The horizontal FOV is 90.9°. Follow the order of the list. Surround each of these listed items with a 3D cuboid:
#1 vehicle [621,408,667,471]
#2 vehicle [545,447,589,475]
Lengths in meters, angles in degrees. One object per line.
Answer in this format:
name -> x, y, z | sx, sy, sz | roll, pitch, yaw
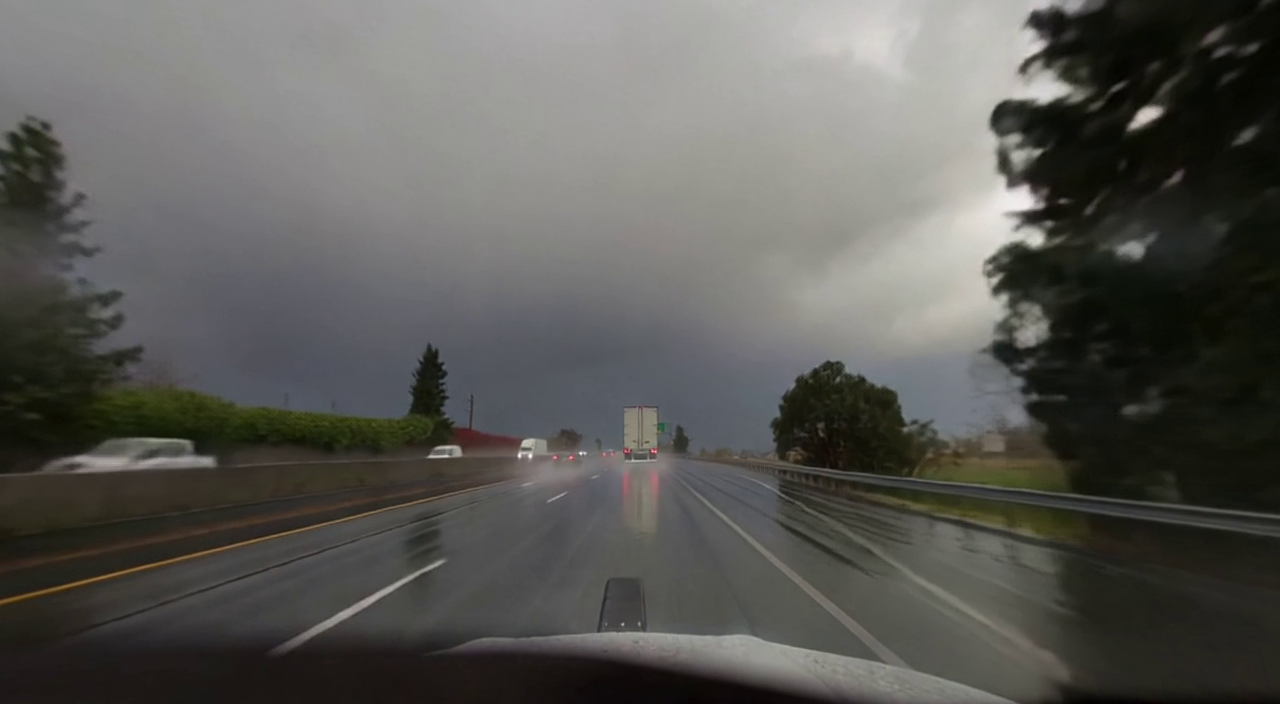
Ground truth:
vehicle -> 0.254, 6.291, 44.934 | 2.899, 3.966, 10.053 | 0, -9, 0
vehicle -> -4.366, 6.590, 38.398 | 2.051, 1.538, 4.569 | 0, -9, 1
